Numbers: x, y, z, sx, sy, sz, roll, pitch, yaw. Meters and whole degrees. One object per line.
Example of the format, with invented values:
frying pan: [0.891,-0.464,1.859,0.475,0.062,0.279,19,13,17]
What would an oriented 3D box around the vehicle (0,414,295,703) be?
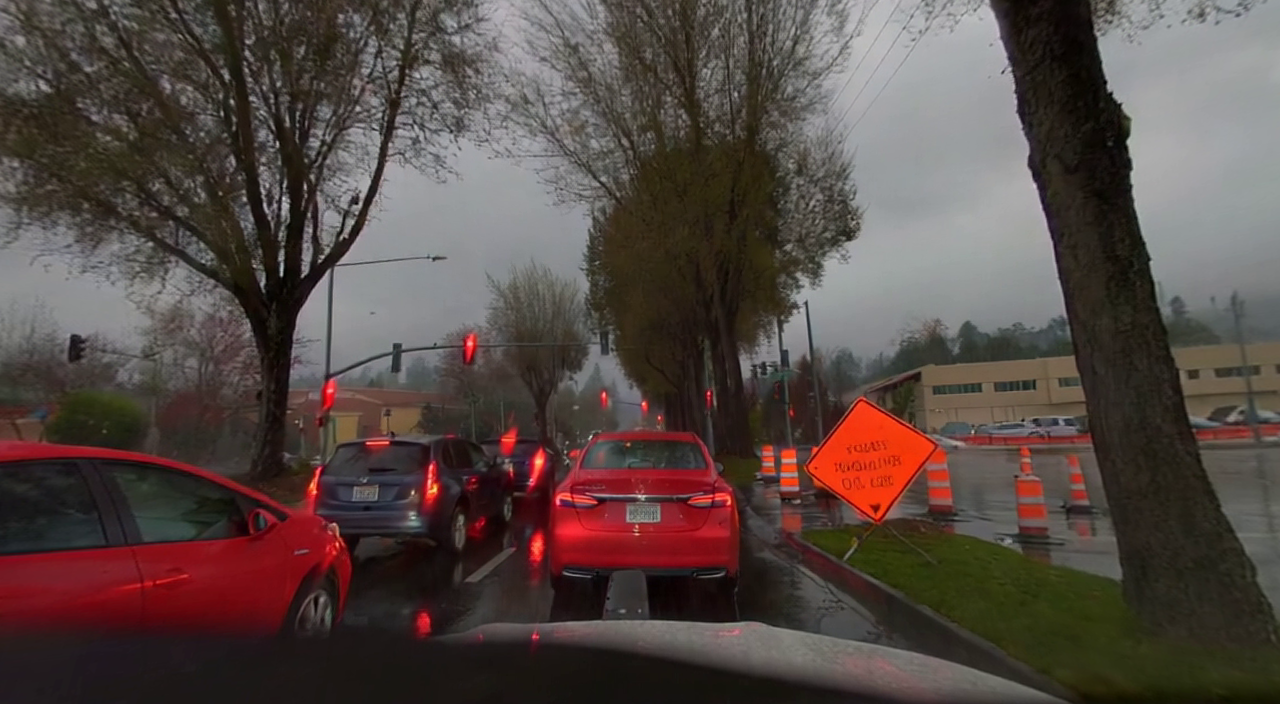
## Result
vehicle: [-3.592,0.944,2.162,2.064,1.497,4.722,0,-9,1]

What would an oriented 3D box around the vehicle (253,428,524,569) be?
vehicle: [-3.266,2.002,9.452,1.989,1.541,4.626,0,-9,2]

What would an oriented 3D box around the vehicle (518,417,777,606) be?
vehicle: [0.108,1.623,7.216,2.167,1.560,3.676,0,-9,1]

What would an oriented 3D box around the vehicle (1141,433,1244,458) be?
vehicle: [35.813,6.087,40.896,4.807,1.504,1.837,0,-9,1]

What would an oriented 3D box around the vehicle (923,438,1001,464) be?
vehicle: [20.812,6.399,40.801,4.051,1.583,1.794,0,-9,1]
